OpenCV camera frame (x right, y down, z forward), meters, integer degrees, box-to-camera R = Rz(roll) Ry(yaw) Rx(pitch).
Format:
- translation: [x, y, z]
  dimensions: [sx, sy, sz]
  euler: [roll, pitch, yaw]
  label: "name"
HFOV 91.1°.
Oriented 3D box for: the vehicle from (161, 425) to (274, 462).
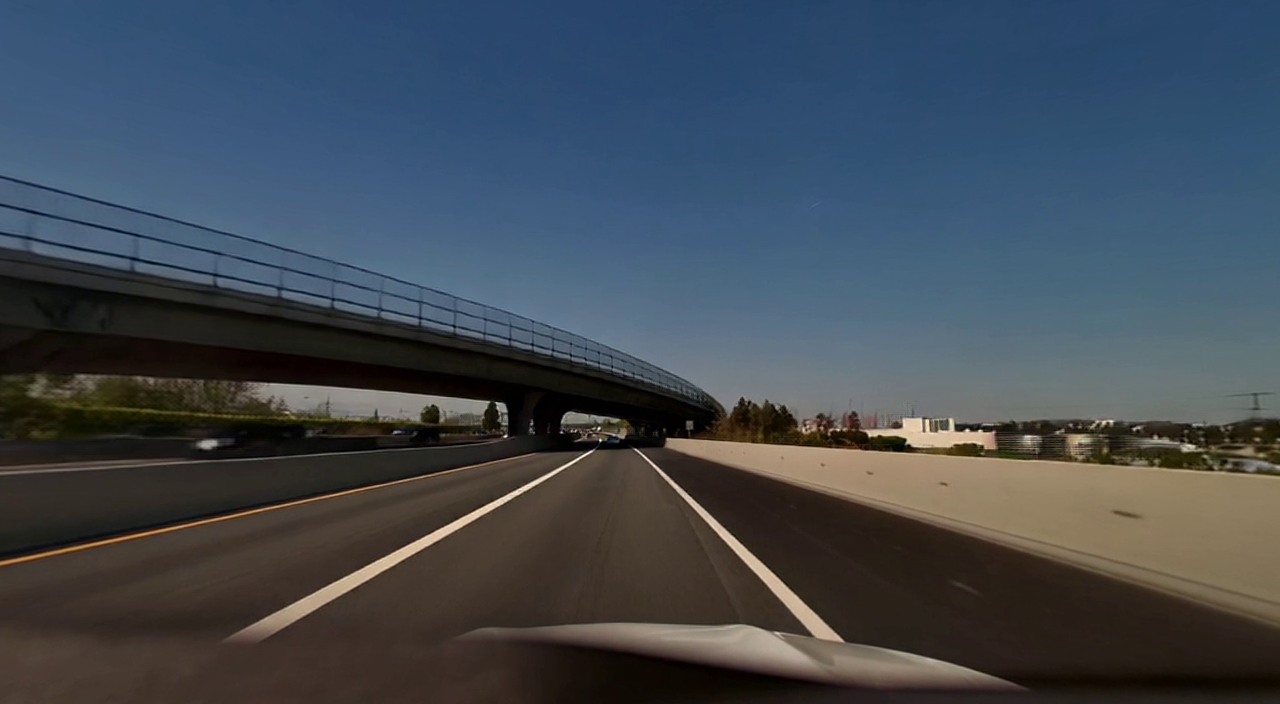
- translation: [-19.228, 4.180, 28.903]
  dimensions: [1.937, 1.509, 4.603]
  euler: [0, -8, 1]
  label: "vehicle"
